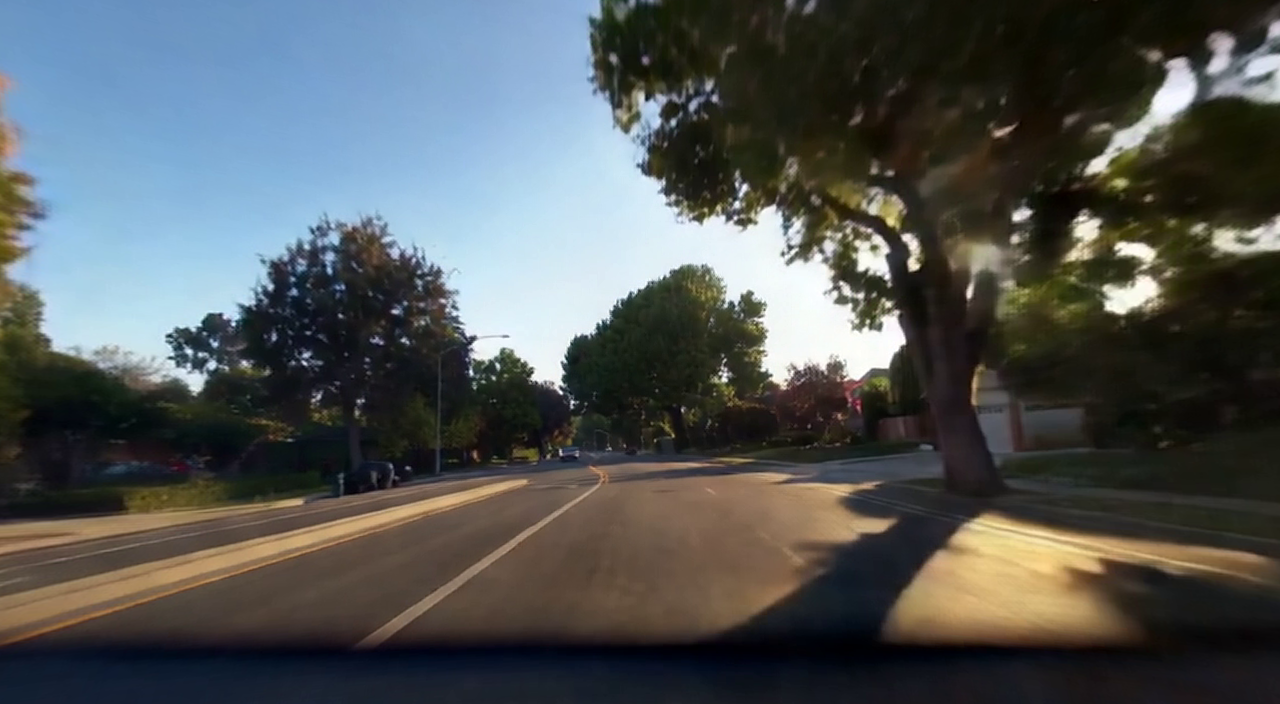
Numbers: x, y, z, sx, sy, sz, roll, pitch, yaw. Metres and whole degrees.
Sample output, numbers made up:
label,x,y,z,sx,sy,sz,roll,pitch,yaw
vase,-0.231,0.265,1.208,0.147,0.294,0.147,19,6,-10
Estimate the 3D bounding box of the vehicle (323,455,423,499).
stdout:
label,x,y,z,sx,sy,sz,roll,pitch,yaw
vehicle,-12.003,5.635,28.845,2.066,1.681,5.292,-1,-8,3
